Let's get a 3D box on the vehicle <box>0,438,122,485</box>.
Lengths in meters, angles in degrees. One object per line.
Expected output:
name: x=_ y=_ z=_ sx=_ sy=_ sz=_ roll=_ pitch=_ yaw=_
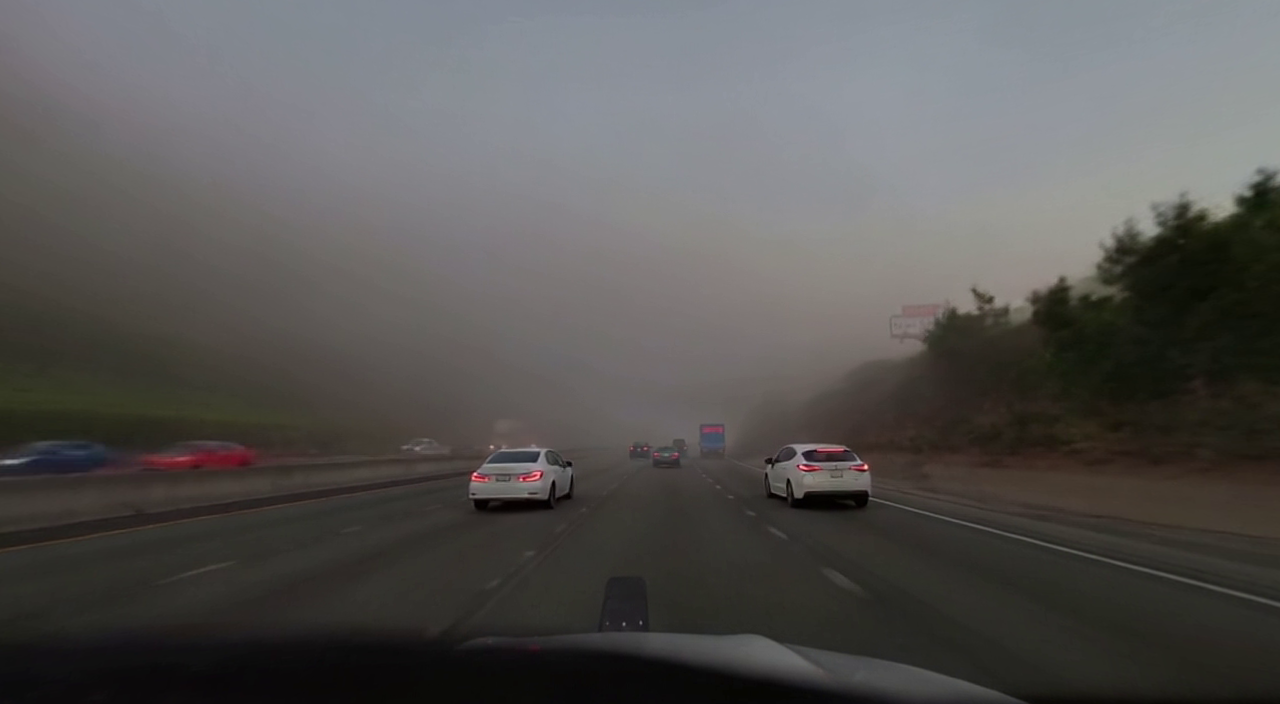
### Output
vehicle: x=-22.348 y=3.987 z=23.367 sx=2.205 sy=1.567 sz=4.772 roll=0 pitch=-8 yaw=1

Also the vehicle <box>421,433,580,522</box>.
vehicle: x=-2.614 y=2.499 z=13.180 sx=2.031 sy=1.491 sz=4.792 roll=-1 pitch=-8 yaw=2

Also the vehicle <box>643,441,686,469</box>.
vehicle: x=1.369 y=5.669 z=34.853 sx=2.202 sy=1.467 sz=3.929 roll=-1 pitch=-9 yaw=3

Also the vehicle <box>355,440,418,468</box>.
vehicle: x=-14.946 y=6.011 z=37.423 sx=1.908 sy=1.527 sz=4.242 roll=0 pitch=-8 yaw=2

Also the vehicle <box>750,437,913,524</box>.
vehicle: x=3.653 y=2.527 z=12.976 sx=2.013 sy=1.464 sz=4.317 roll=0 pitch=-9 yaw=1
